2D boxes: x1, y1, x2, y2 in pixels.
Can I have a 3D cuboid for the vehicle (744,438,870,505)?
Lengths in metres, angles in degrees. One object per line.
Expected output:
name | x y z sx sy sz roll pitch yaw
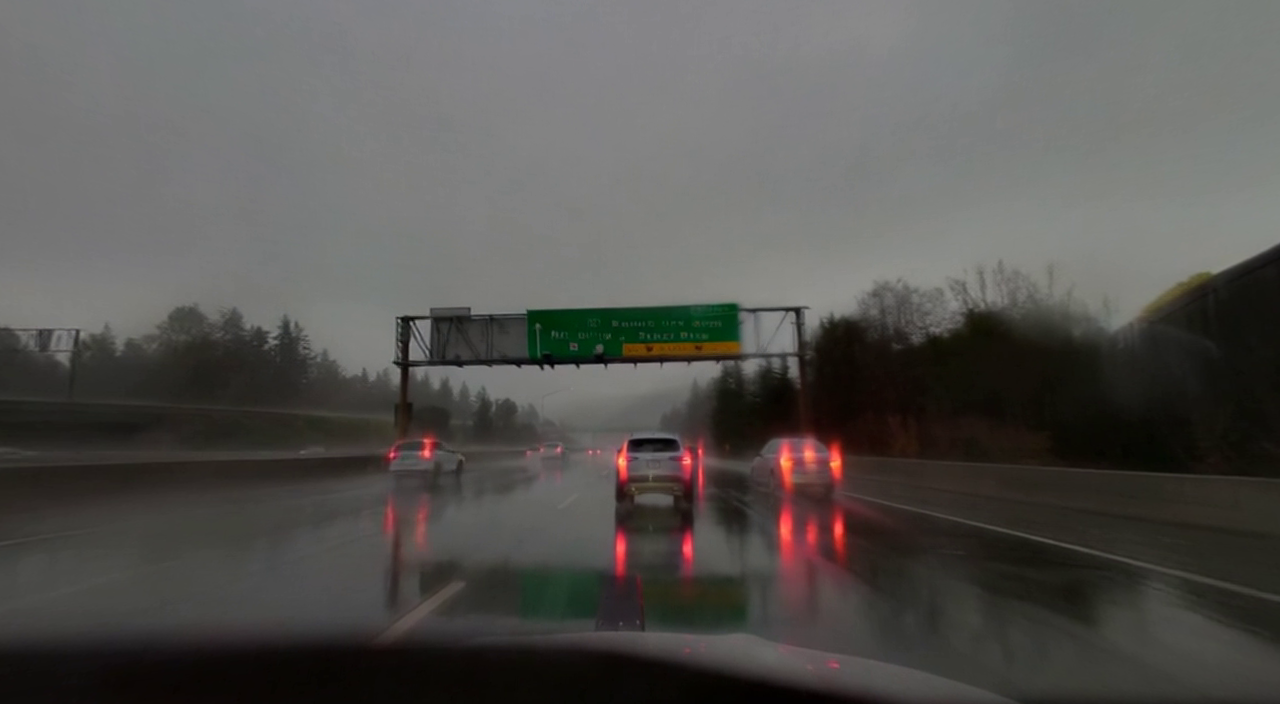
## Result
vehicle | 4.181 3.078 16.680 2.002 1.499 4.710 0 -9 0

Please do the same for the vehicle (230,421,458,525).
vehicle | -5.804 2.457 13.368 2.182 1.743 5.144 0 -9 2

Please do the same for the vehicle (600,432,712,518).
vehicle | 0.289 2.551 13.482 2.044 1.554 3.824 0 -9 0

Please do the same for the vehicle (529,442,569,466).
vehicle | -6.506 7.366 45.574 2.127 1.644 4.631 0 -9 1
